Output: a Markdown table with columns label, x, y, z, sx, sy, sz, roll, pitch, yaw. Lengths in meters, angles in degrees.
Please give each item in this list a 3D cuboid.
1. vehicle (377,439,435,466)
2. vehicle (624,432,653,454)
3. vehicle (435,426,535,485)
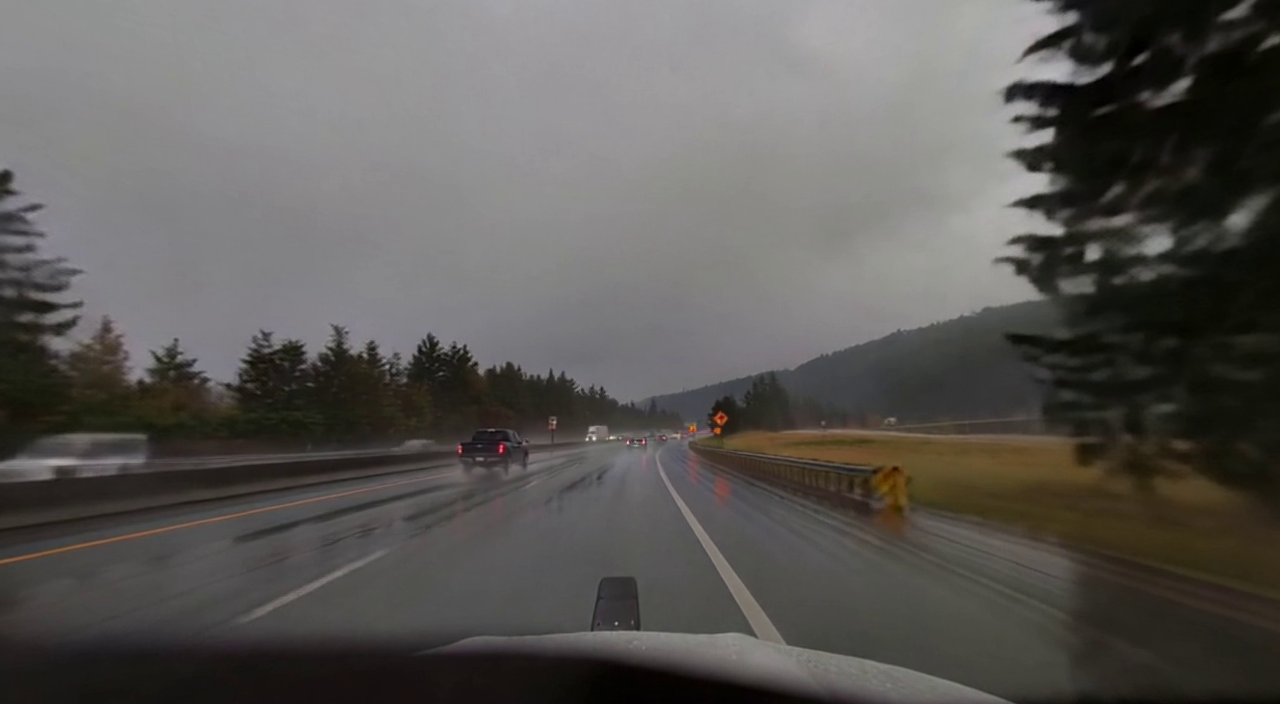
| label | x | y | z | sx | sy | sz | roll | pitch | yaw |
| --- | --- | --- | --- | --- | --- | --- | --- | --- | --- |
| vehicle | -13.415 | 5.756 | 36.364 | 1.843 | 1.442 | 3.840 | -1 | -8 | 1 |
| vehicle | -0.108 | 7.029 | 48.553 | 2.146 | 1.636 | 4.026 | 0 | -8 | -1 |
| vehicle | -4.795 | 3.264 | 20.206 | 2.075 | 1.653 | 4.317 | 0 | -8 | 0 |
